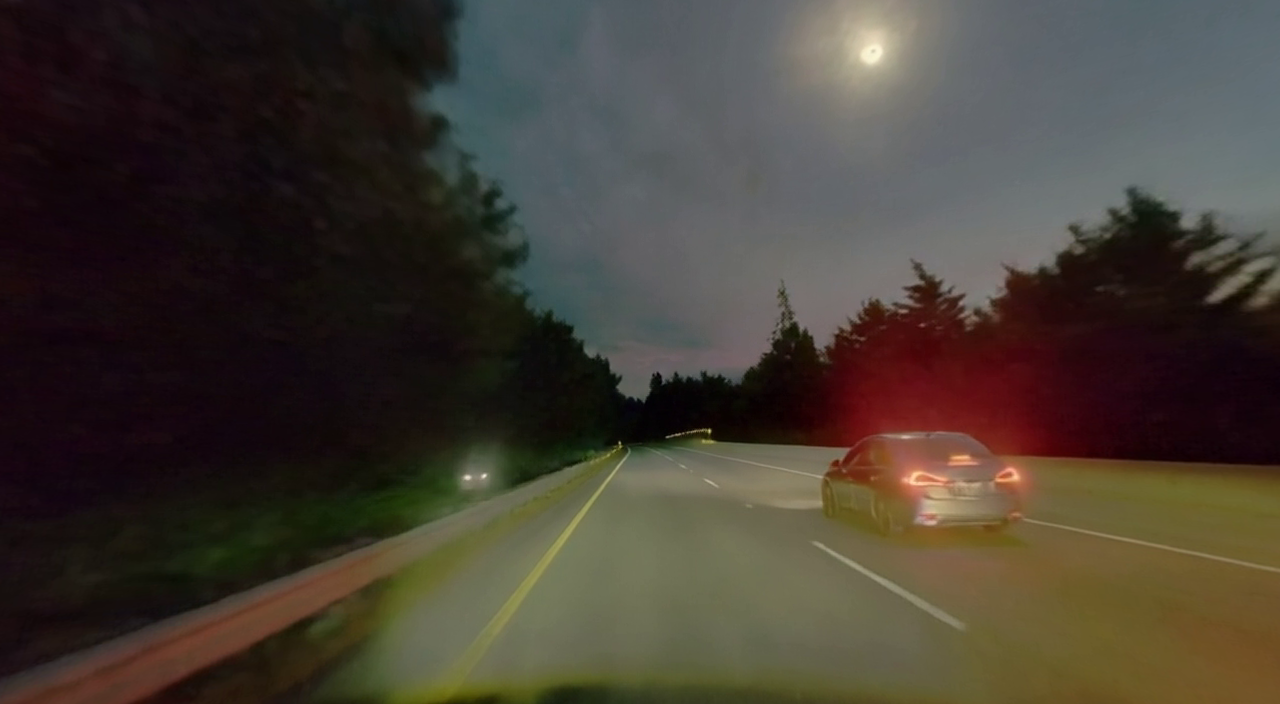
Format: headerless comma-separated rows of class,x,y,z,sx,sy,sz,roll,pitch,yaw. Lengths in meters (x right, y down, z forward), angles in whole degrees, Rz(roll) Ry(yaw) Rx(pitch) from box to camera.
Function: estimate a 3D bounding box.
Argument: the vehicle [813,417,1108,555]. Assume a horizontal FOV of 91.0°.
vehicle,4.276,1.844,9.511,1.905,1.525,4.719,0,-8,-1
